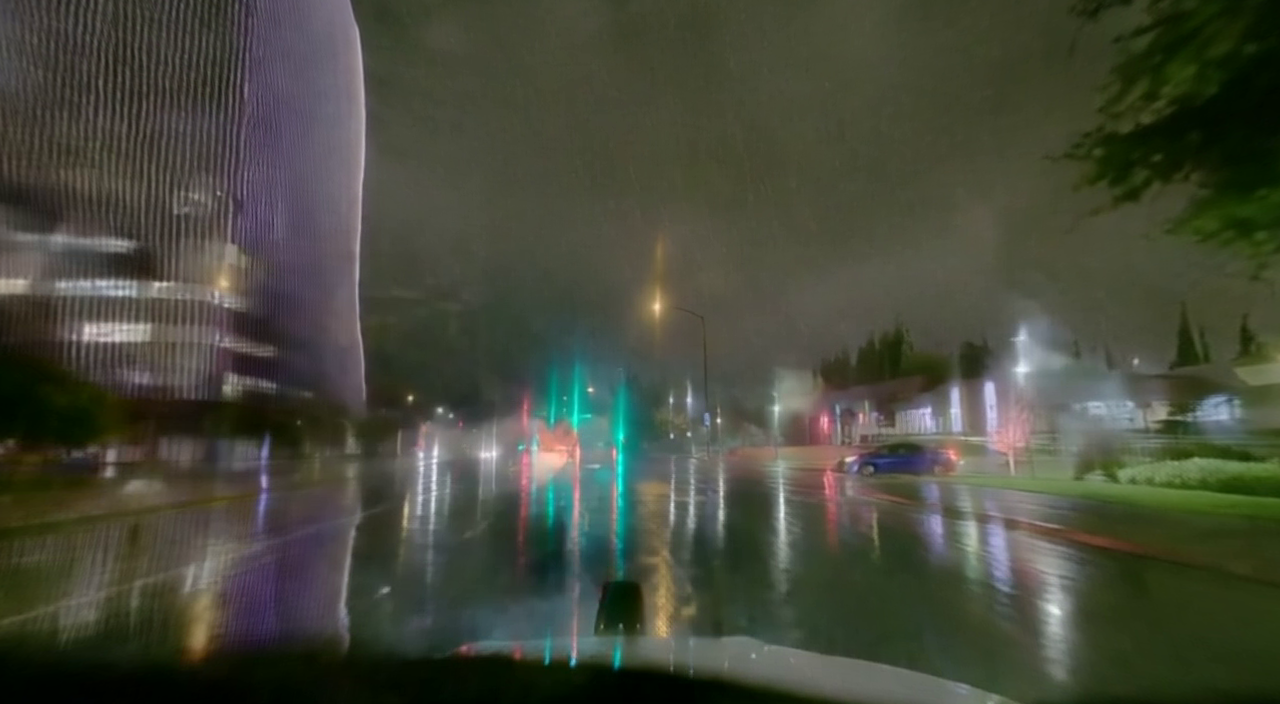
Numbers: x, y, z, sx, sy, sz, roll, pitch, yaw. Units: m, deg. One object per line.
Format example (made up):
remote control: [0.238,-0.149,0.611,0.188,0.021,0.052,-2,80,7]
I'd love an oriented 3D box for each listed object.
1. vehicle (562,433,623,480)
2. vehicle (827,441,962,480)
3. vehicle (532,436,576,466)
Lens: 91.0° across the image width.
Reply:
vehicle: [-1.865,4.064,24.818,2.183,1.675,4.319,1,-8,-4]
vehicle: [10.295,4.419,25.819,4.645,1.505,2.100,-1,-8,5]
vehicle: [-5.374,6.089,38.993,2.121,1.728,4.161,2,-9,-15]
